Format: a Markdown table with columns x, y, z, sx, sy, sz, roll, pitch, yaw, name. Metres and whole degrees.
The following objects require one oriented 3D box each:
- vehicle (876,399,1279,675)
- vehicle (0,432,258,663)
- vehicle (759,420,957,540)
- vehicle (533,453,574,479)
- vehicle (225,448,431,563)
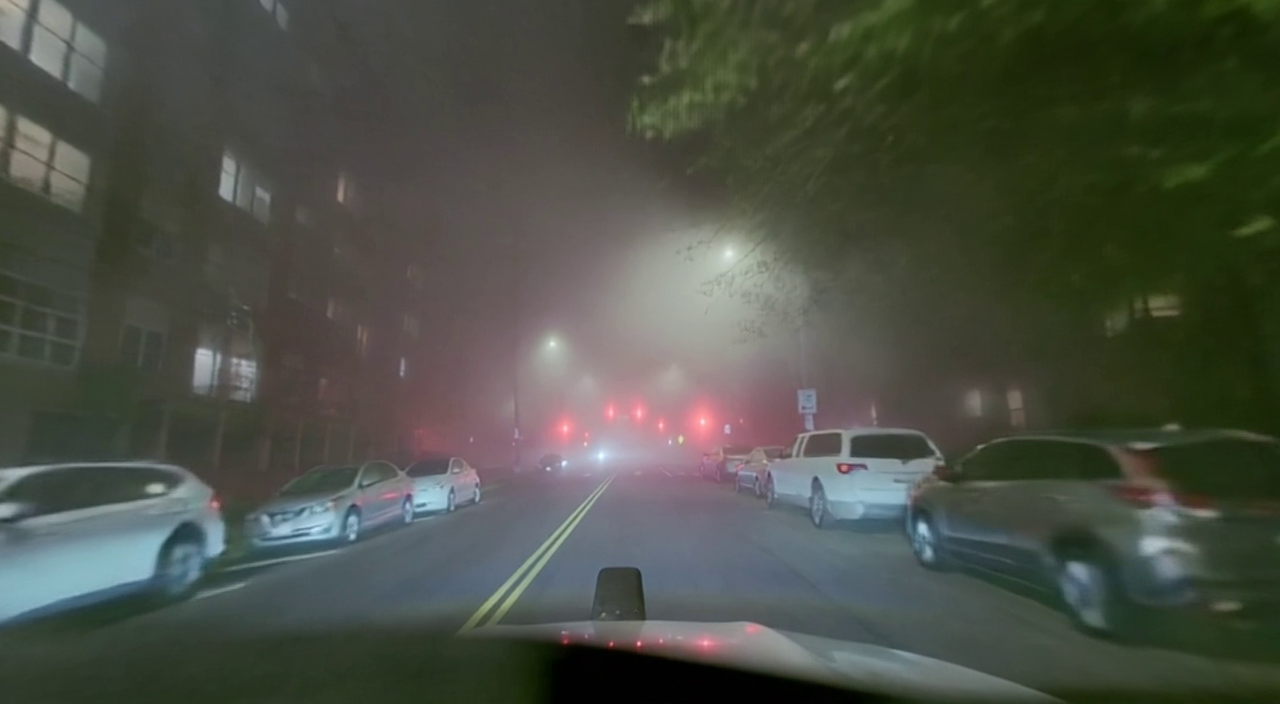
| x | y | z | sx | sy | sz | roll | pitch | yaw | name |
| --- | --- | --- | --- | --- | --- | --- | --- | --- | --- |
| 4.009 | 1.447 | 6.060 | 1.782 | 1.669 | 4.226 | 0 | -9 | -1 | vehicle |
| -5.964 | 1.744 | 5.699 | 2.077 | 1.756 | 4.665 | -7 | -9 | 1 | vehicle |
| 3.925 | 2.405 | 12.635 | 2.093 | 1.857 | 5.414 | 0 | -9 | 1 | vehicle |
| -5.793 | 7.651 | 42.676 | 1.947 | 1.473 | 4.397 | -5 | -9 | 1 | vehicle |
| -5.871 | 2.848 | 12.542 | 1.929 | 1.681 | 4.216 | -5 | -9 | 0 | vehicle |
